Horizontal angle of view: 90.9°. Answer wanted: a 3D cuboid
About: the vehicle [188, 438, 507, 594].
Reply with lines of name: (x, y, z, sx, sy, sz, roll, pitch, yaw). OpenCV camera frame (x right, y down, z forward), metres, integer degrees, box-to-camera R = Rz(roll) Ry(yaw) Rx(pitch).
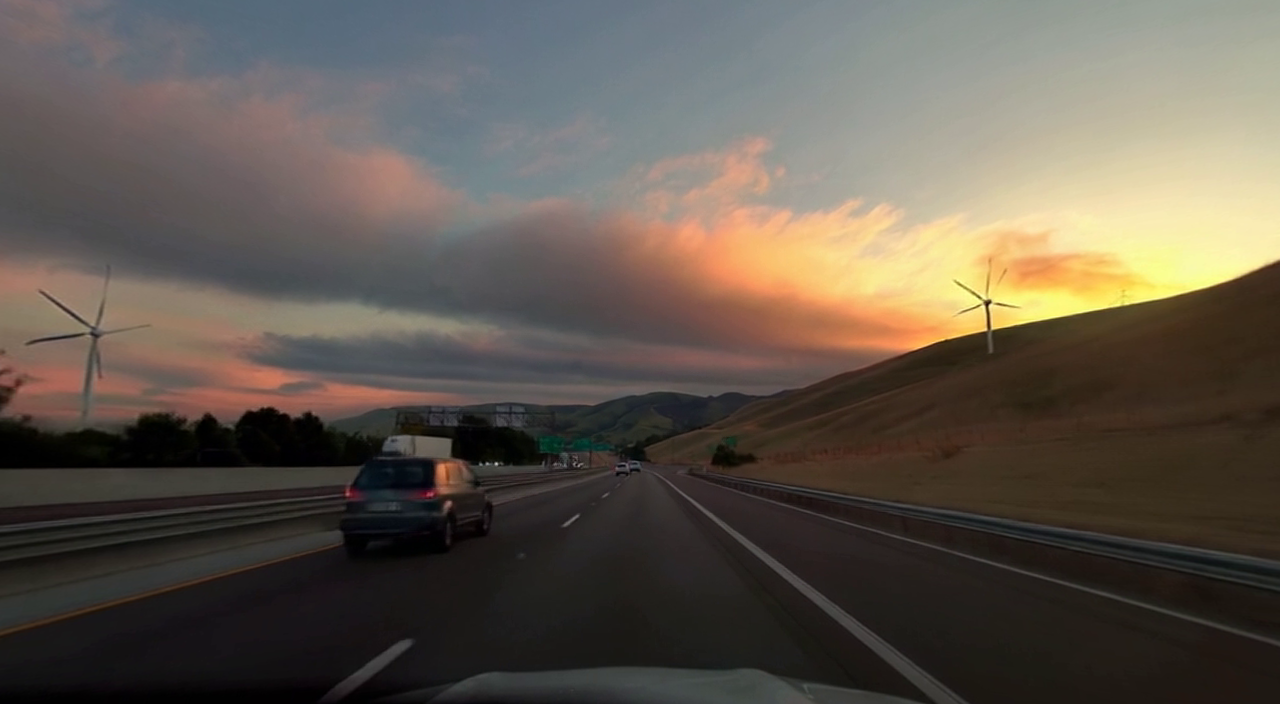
vehicle: (-3.428, 2.079, 8.746, 2.039, 1.505, 4.843, 1, -10, 1)
